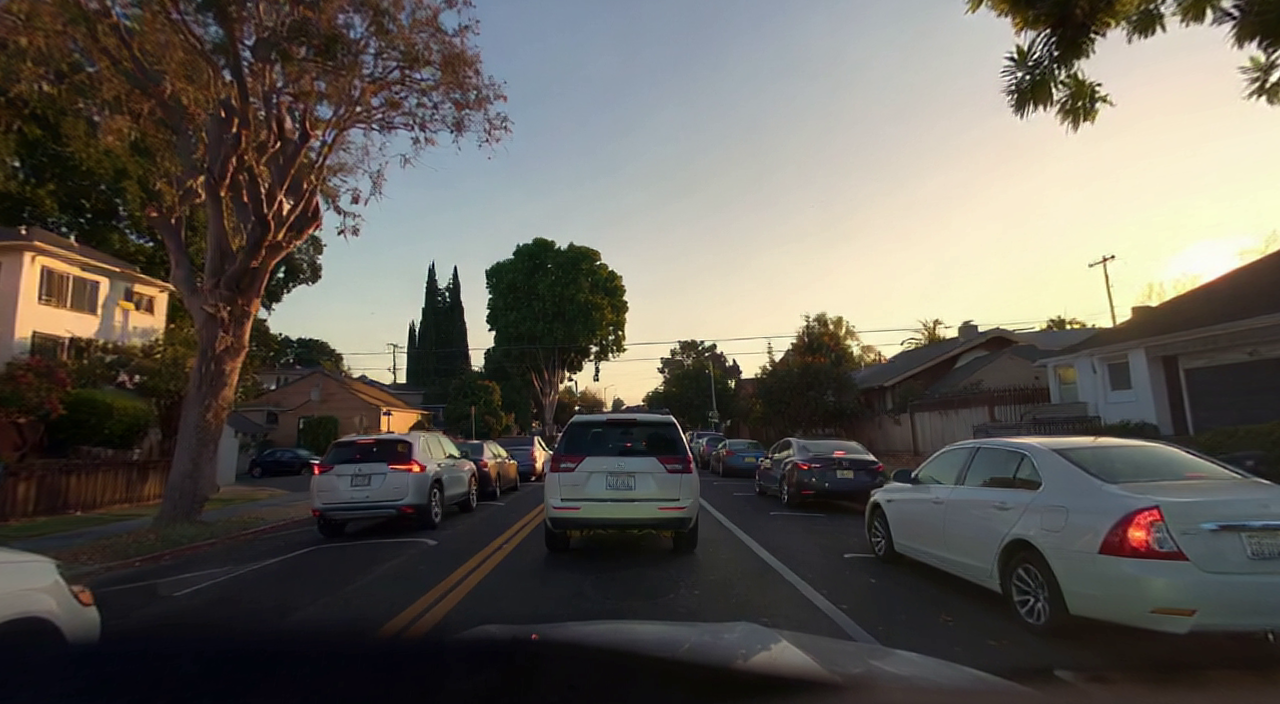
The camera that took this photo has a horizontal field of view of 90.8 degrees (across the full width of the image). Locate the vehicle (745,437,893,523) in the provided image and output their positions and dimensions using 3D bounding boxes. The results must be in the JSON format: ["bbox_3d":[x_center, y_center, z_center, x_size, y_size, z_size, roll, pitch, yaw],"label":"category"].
[{"bbox_3d":[3.466,2.527,13.067,1.880,1.476,3.932,0,-8,0],"label":"vehicle"}]

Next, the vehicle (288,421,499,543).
[{"bbox_3d":[-3.726,2.024,10.514,1.864,1.576,4.324,0,-8,-2],"label":"vehicle"}]

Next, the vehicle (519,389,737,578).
[{"bbox_3d":[-0.212,1.614,8.511,2.164,1.867,4.254,0,-8,-3],"label":"vehicle"}]

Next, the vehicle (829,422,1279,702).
[{"bbox_3d":[3.469,1.467,5.768,1.977,1.480,4.589,0,-8,-1],"label":"vehicle"}]
